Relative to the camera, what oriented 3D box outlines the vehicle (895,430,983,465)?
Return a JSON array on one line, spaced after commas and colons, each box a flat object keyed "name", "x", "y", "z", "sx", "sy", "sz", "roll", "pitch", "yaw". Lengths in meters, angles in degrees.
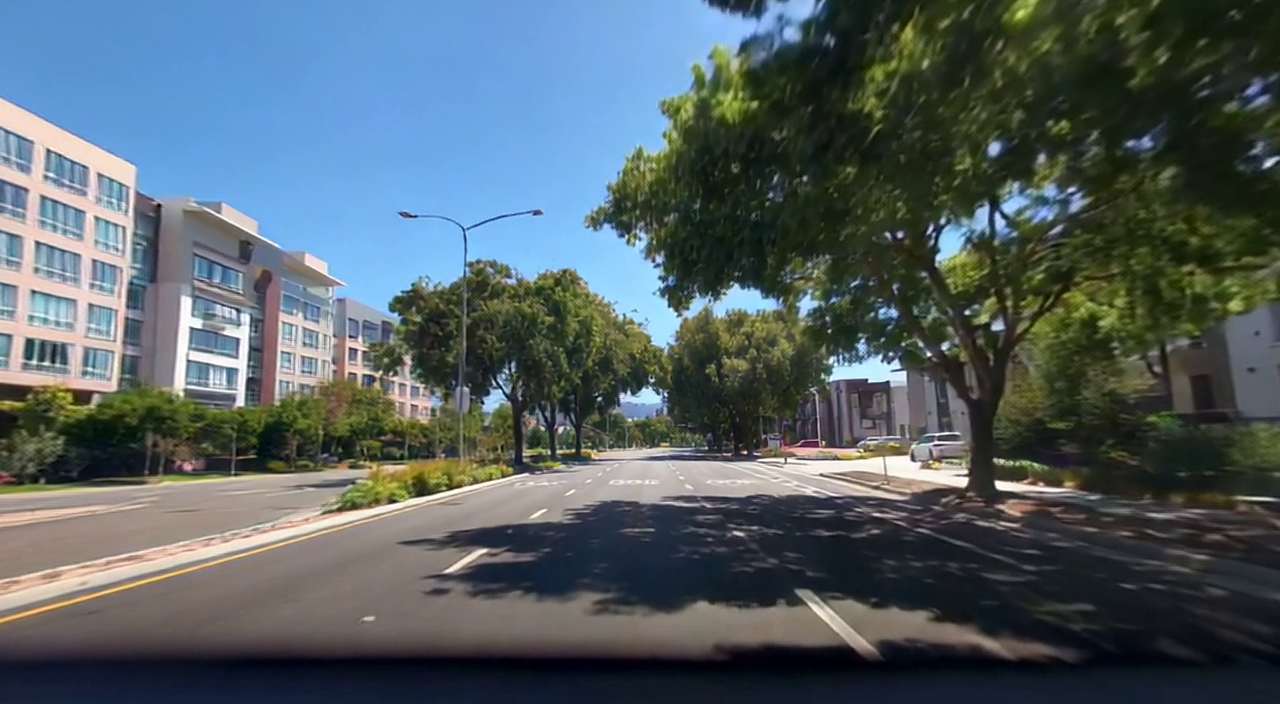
[{"name": "vehicle", "x": 13.818, "y": 4.450, "z": 29.459, "sx": 1.879, "sy": 1.507, "sz": 4.836, "roll": 0, "pitch": -8, "yaw": 2}]
